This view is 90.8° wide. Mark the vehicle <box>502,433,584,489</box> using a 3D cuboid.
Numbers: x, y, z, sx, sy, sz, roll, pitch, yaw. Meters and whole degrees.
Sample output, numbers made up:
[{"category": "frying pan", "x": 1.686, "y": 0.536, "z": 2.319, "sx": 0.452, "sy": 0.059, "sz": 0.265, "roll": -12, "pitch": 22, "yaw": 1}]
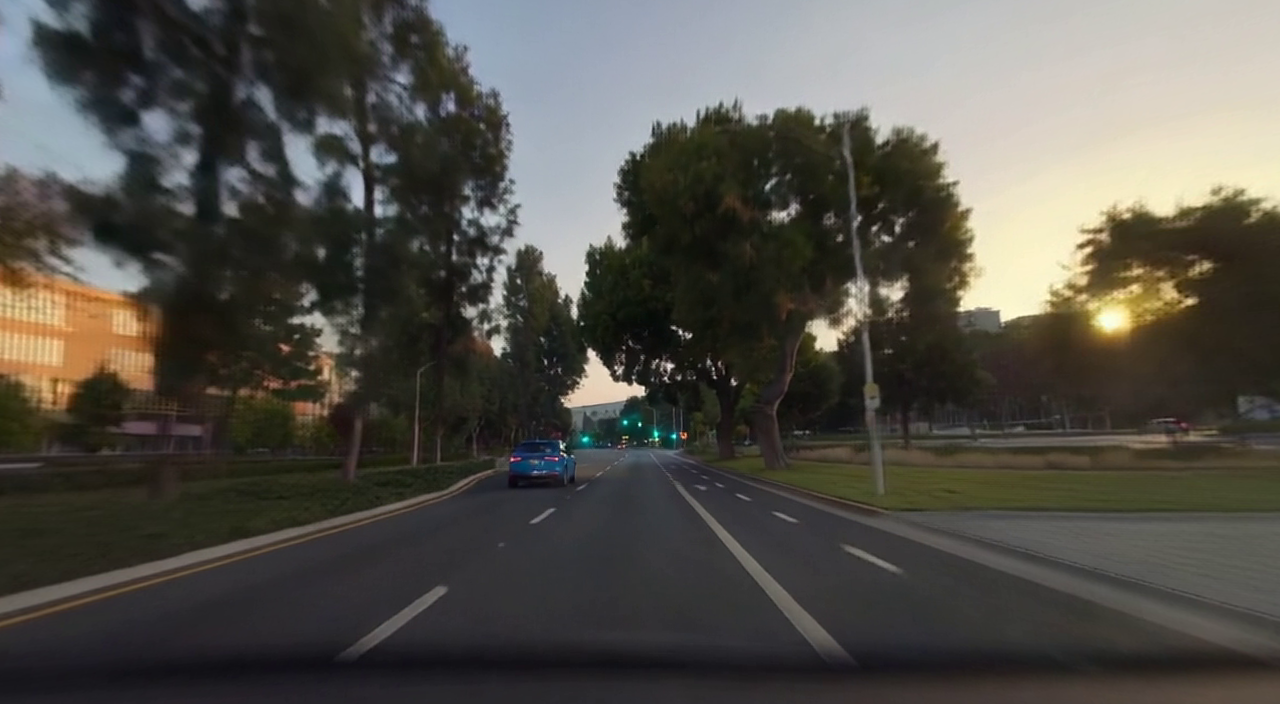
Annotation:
[{"category": "vehicle", "x": -3.257, "y": 3.772, "z": 22.131, "sx": 2.121, "sy": 1.724, "sz": 4.392, "roll": 0, "pitch": -9, "yaw": 1}]
